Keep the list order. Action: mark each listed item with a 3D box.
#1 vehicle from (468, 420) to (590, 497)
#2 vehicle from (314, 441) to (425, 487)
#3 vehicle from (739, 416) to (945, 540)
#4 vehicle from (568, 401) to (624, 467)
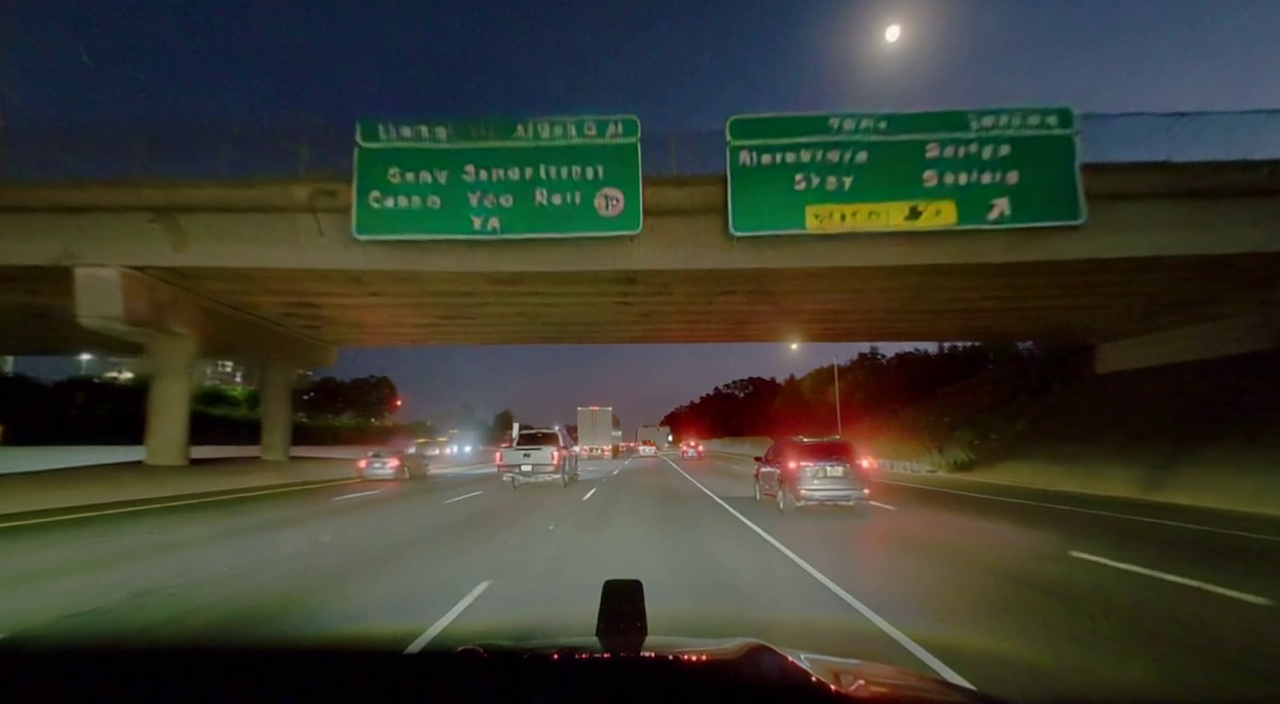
[{"bbox_3d":[-3.233,3.327,20.181,2.645,2.023,6.491,-1,-8,1],"label":"vehicle"},{"bbox_3d":[-9.968,4.143,23.726,1.981,1.495,4.834,0,-8,1],"label":"vehicle"},{"bbox_3d":[3.083,2.031,10.790,2.028,1.658,4.334,0,-8,-1],"label":"vehicle"},{"bbox_3d":[-2.990,6.337,47.631,2.869,4.108,15.564,-1,-8,1],"label":"vehicle"}]
